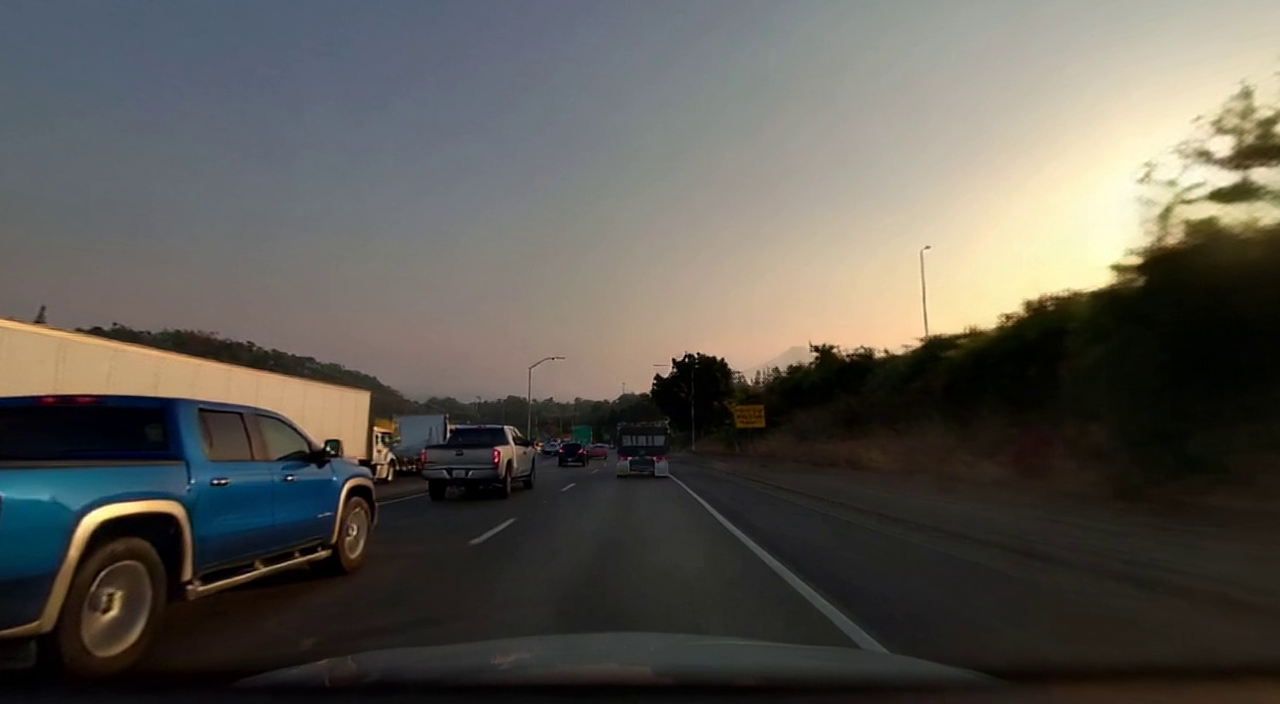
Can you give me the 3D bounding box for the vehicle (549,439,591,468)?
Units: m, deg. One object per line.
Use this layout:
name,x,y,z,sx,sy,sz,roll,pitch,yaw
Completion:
vehicle,-4.778,7.031,43.755,2.329,1.859,4.823,0,-8,0

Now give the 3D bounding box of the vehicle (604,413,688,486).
vehicle,0.086,3.911,25.495,2.886,2.471,7.692,0,-8,-2

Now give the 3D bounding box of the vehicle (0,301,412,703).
vehicle,-3.535,0.972,3.916,2.303,1.835,5.044,0,-8,1

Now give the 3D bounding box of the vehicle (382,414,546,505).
vehicle,-4.293,2.789,16.771,2.575,1.958,5.730,-1,-8,1
